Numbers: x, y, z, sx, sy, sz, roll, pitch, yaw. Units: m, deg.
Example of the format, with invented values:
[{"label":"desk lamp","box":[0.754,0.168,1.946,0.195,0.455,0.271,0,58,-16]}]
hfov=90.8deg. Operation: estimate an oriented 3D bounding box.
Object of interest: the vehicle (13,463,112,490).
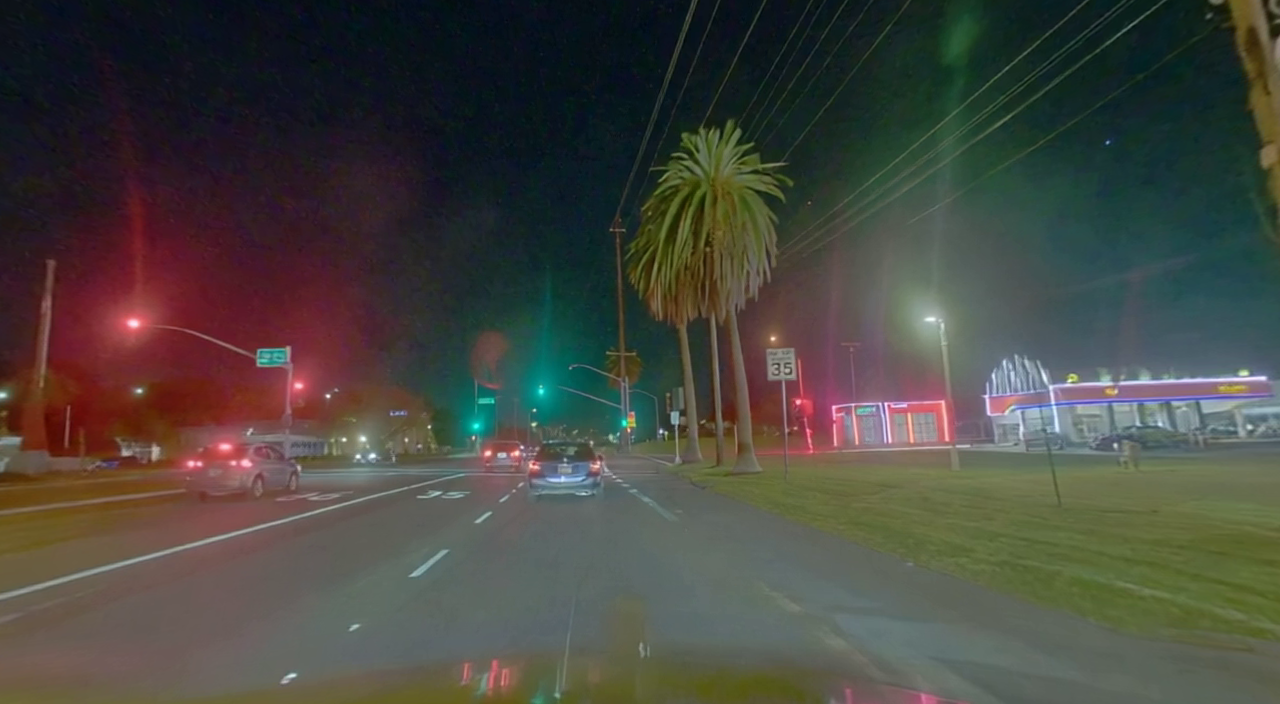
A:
[{"label":"vehicle","box":[-37.377,8.074,40.983,4.276,1.576,1.917,1,-9,-7]}]

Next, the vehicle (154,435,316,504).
[{"label":"vehicle","box":[-12.146,3.524,19.449,2.050,1.811,4.752,0,-8,-4]}]

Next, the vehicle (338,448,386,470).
[{"label":"vehicle","box":[-20.461,7.893,46.708,1.879,1.496,4.510,0,-9,-5]}]

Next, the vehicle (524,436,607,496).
[{"label":"vehicle","box":[-2.116,3.189,18.125,2.063,1.474,4.334,1,-9,-7]}]

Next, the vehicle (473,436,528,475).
[{"label":"vehicle","box":[-6.533,4.891,30.039,2.077,1.715,3.903,1,-9,-6]}]
